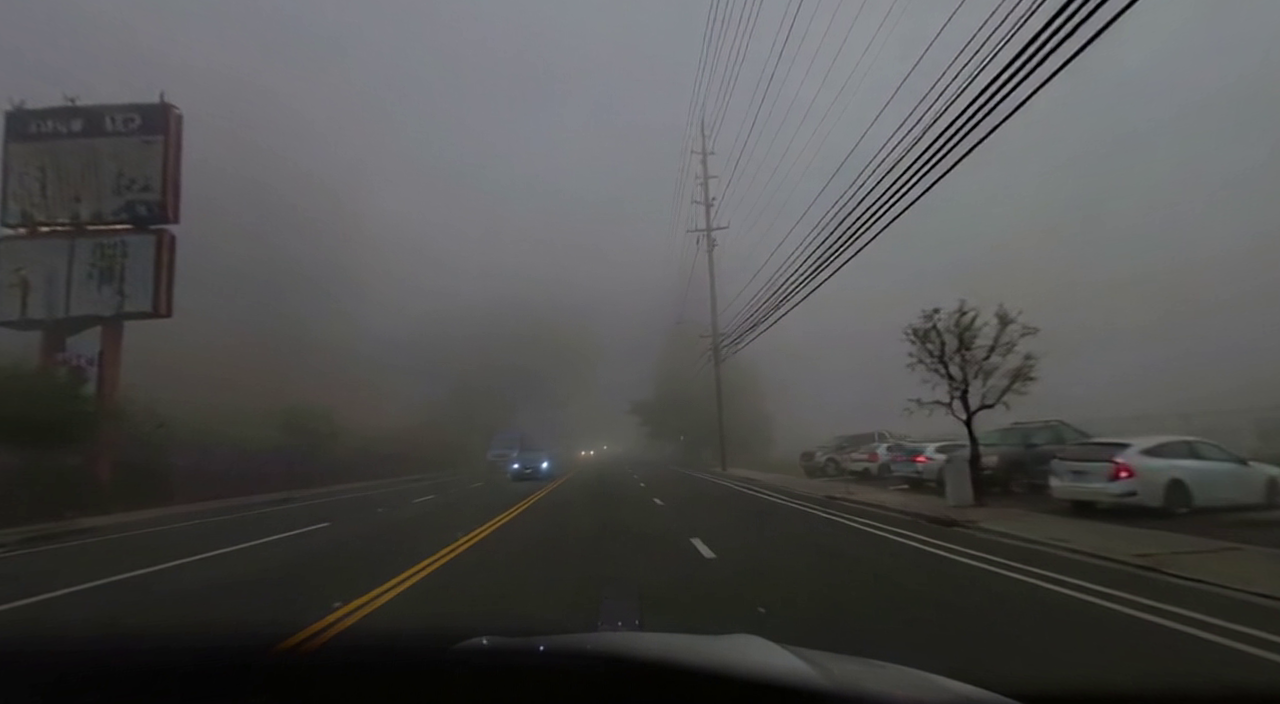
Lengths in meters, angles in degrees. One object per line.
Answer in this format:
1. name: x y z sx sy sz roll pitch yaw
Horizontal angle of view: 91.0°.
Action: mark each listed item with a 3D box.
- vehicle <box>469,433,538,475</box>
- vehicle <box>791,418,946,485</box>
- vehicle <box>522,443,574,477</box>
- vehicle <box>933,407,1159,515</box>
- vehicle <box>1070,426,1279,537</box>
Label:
1. vehicle: -8.418 6.383 39.819 2.909 2.362 7.390 0 -8 -1
2. vehicle: 9.138 3.863 24.837 6.532 2.291 2.575 6 -11 -38
3. vehicle: -4.526 5.399 31.709 1.998 1.562 4.433 0 -8 -1
4. vehicle: 9.465 2.427 14.532 5.414 2.035 2.476 6 -10 -36
5. vehicle: 9.906 2.145 11.114 4.667 1.548 2.143 5 -10 -34
